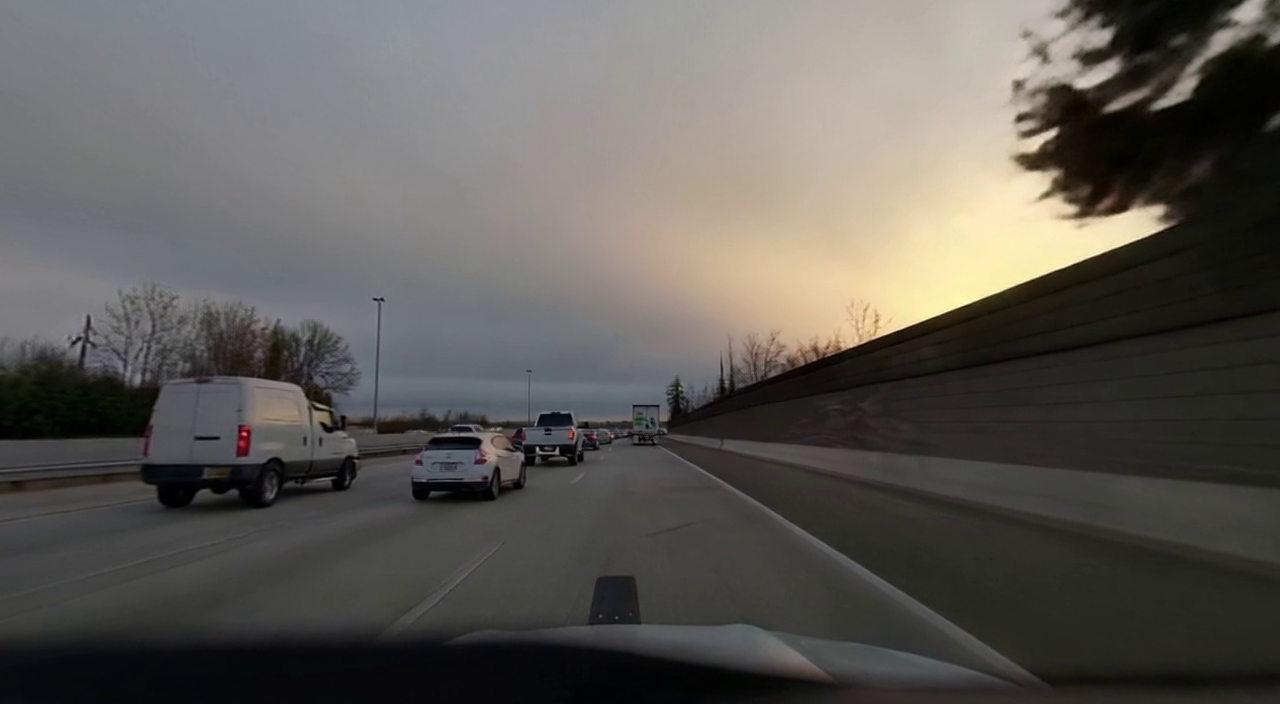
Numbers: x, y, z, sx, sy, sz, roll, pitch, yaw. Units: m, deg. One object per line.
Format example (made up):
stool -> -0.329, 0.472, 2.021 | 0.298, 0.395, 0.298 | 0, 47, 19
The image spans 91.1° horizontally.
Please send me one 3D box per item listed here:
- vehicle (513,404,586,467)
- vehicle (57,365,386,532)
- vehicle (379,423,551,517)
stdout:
vehicle -> -3.859, 3.721, 27.947 | 2.427, 2.514, 5.159 | 0, -8, 0
vehicle -> -7.311, 1.792, 12.174 | 2.386, 2.435, 5.831 | 0, -8, -1
vehicle -> -3.108, 2.174, 12.221 | 2.089, 1.485, 4.153 | 0, -8, 1
